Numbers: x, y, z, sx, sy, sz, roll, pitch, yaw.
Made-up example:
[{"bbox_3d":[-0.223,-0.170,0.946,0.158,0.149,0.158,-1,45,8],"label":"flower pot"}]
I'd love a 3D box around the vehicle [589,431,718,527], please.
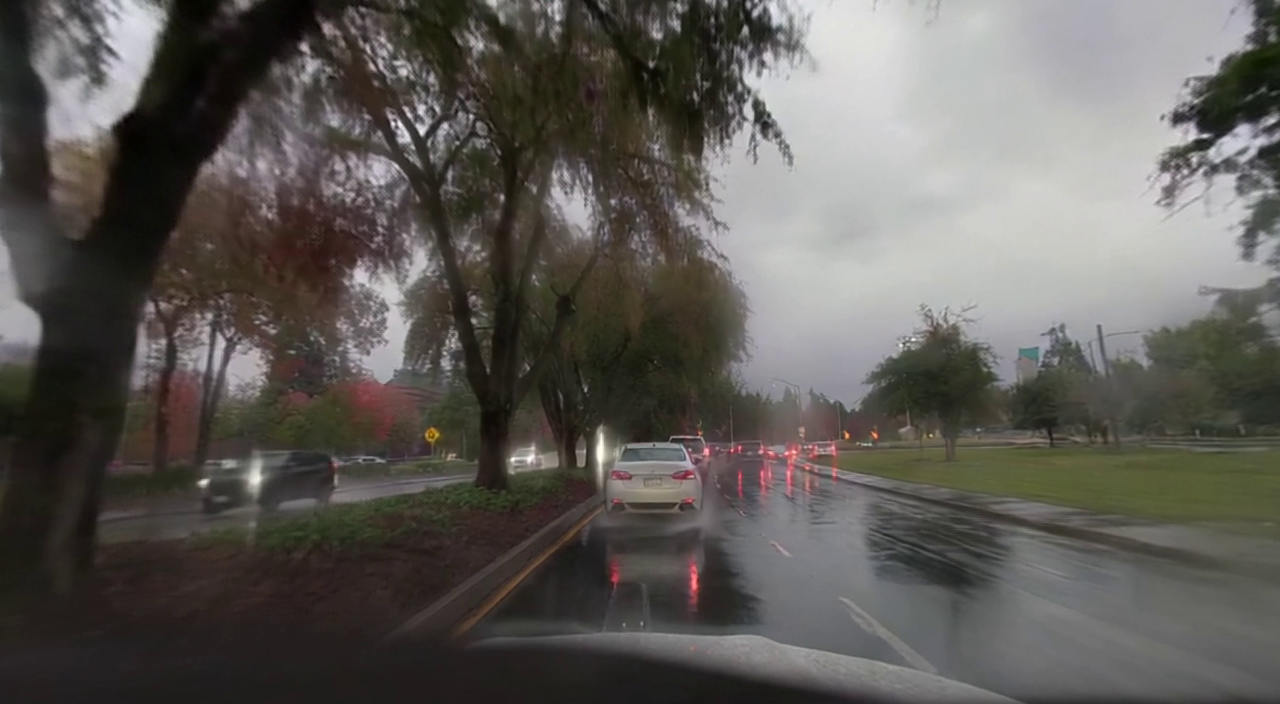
[{"bbox_3d":[0.292,2.423,12.620,2.154,1.585,3.997,-1,-8,2],"label":"vehicle"}]

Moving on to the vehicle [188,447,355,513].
[{"bbox_3d":[-10.762,3.715,18.935,2.068,1.688,4.665,-1,-8,2],"label":"vehicle"}]

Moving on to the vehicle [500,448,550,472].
[{"bbox_3d":[-7.737,7.333,42.878,1.909,1.468,4.597,-2,-8,8],"label":"vehicle"}]

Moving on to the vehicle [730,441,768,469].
[{"bbox_3d":[6.393,6.082,37.435,1.984,1.507,4.359,-1,-8,7],"label":"vehicle"}]
